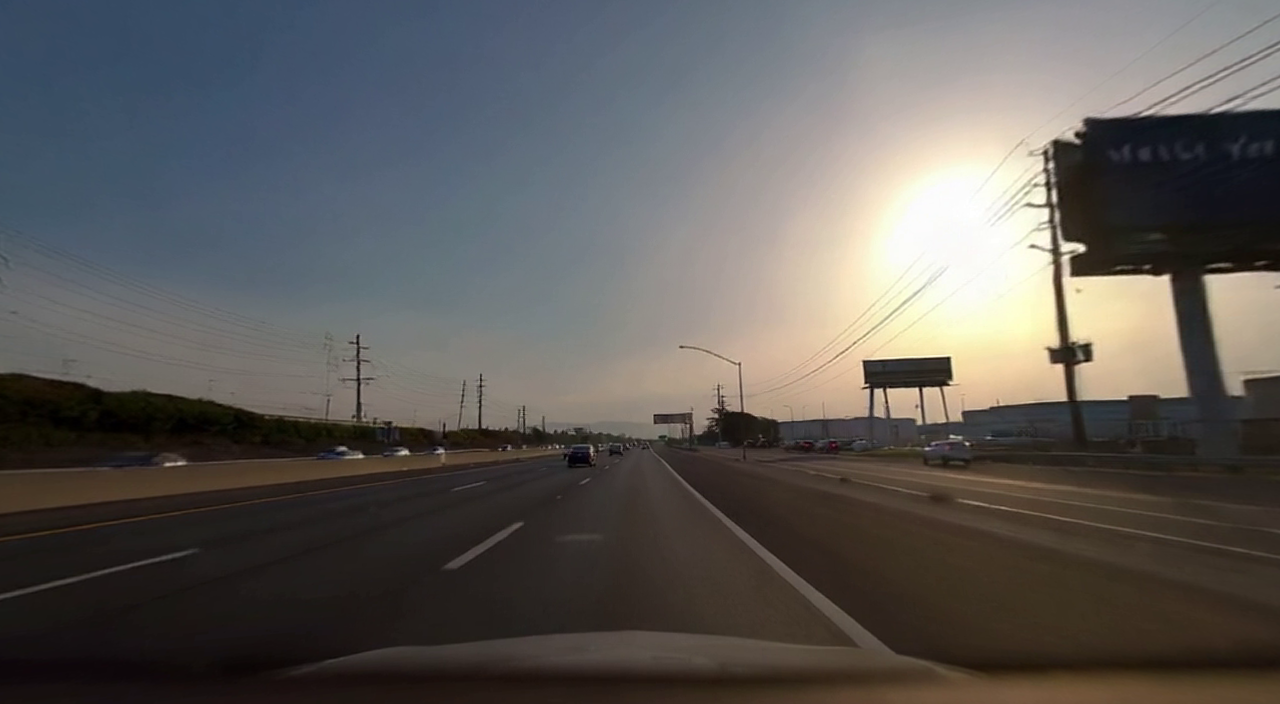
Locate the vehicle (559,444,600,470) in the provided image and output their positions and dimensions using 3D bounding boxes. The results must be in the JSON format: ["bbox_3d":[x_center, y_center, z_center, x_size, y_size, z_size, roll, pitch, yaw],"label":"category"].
[{"bbox_3d":[-3.617,6.385,38.693,1.940,1.479,4.545,0,-9,1],"label":"vehicle"}]

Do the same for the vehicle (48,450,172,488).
[{"bbox_3d":[-25.015,5.500,30.105,1.812,1.487,4.833,-3,-8,0],"label":"vehicle"}]

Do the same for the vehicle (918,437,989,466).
[{"bbox_3d":[19.016,6.033,38.547,1.842,1.639,4.554,0,-9,-2],"label":"vehicle"}]
